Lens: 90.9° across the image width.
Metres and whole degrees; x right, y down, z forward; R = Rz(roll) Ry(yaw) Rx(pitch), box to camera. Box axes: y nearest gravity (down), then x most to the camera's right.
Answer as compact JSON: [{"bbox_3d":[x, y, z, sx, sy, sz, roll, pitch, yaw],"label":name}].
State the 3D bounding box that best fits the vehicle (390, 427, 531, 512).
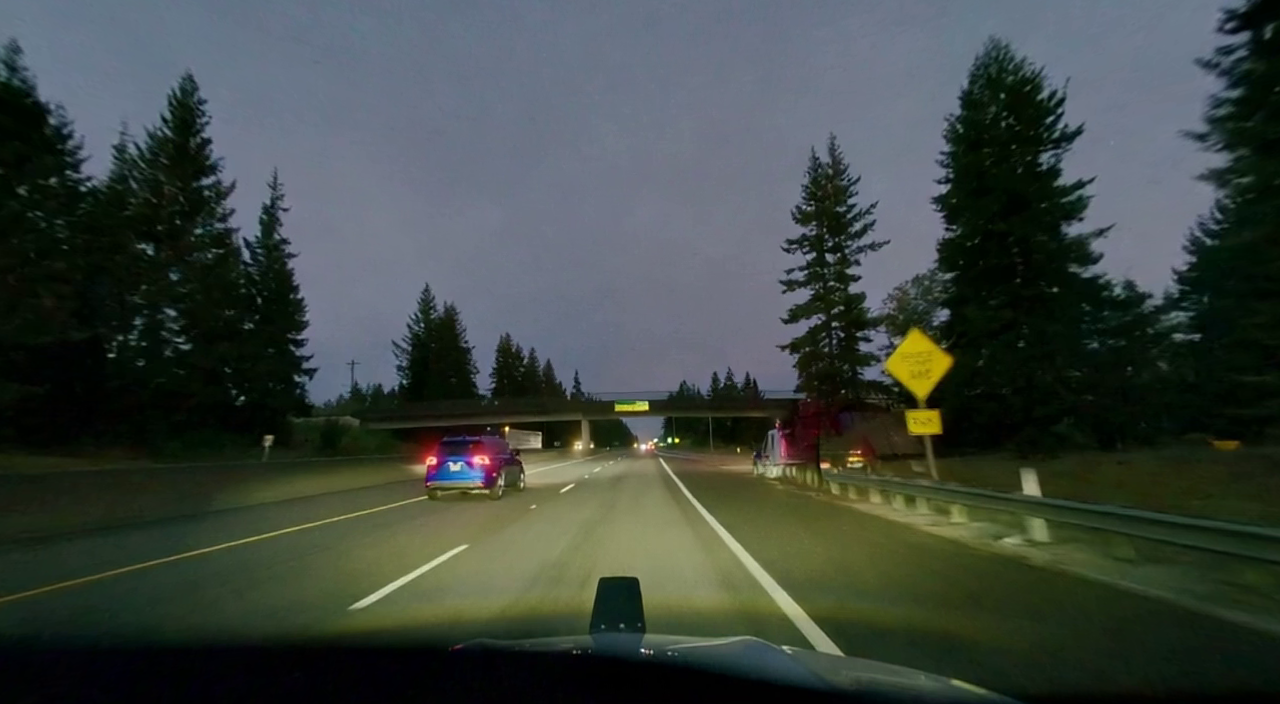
[{"bbox_3d":[-4.145,2.785,15.459,2.084,1.752,4.479,0,-8,1],"label":"vehicle"}]
